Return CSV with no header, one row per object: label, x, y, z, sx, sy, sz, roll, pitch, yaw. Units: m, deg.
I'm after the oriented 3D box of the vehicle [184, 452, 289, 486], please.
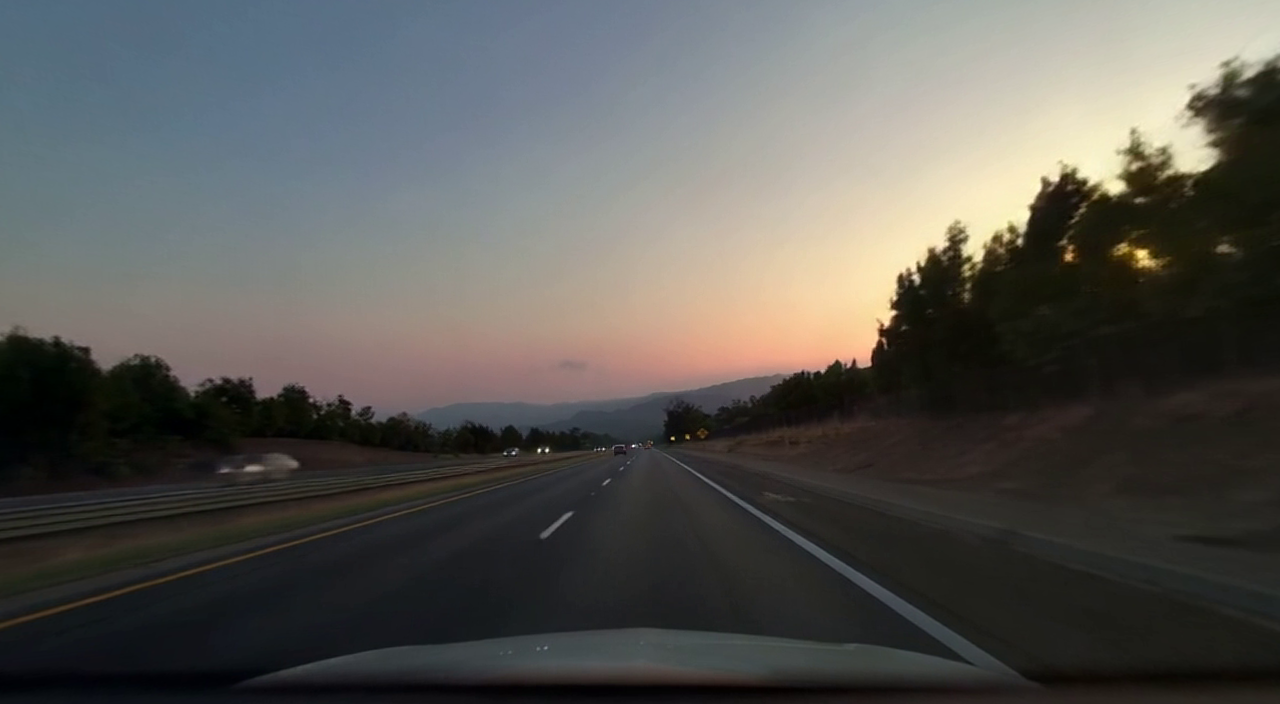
vehicle,-19.183,5.560,30.261,1.945,1.447,4.528,0,-8,1
